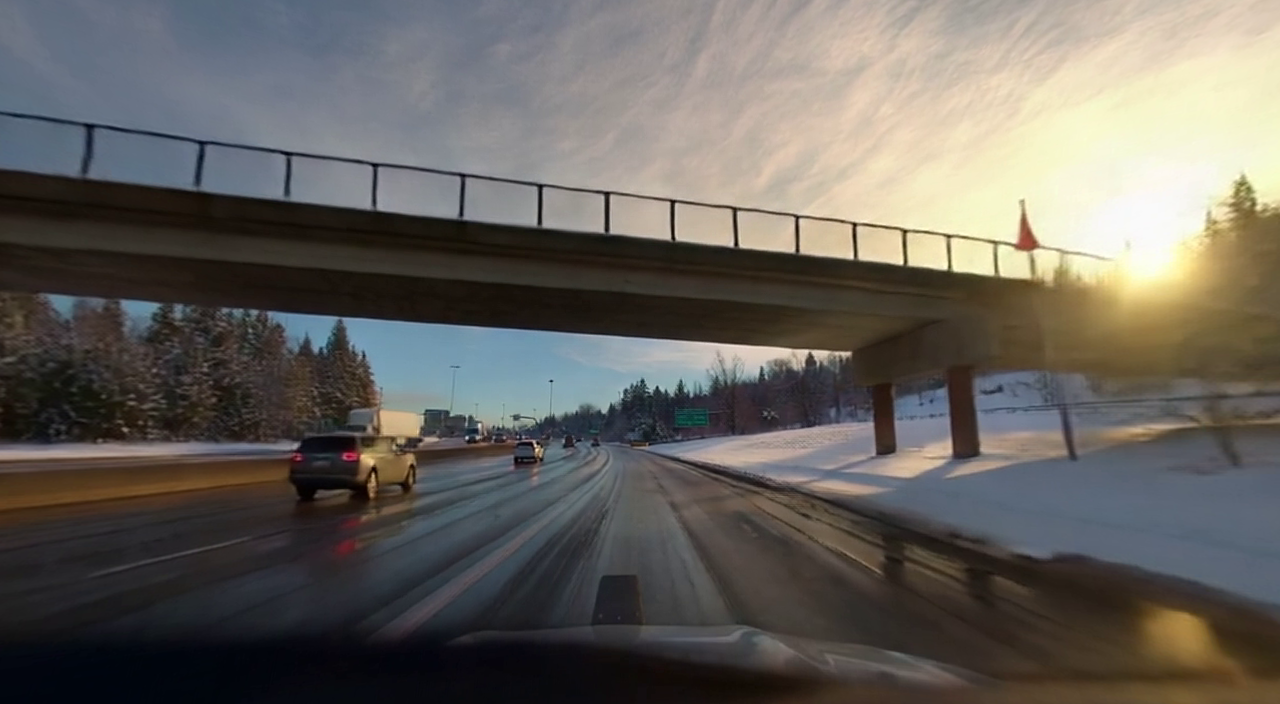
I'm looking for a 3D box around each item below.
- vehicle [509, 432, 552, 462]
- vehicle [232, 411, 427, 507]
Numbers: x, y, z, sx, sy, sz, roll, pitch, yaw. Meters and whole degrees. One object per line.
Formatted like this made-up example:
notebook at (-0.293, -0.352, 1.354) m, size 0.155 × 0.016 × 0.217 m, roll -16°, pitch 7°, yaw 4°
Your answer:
vehicle at (-7.239, 6.308, 41.864) m, size 1.956 × 1.888 × 4.512 m, roll 0°, pitch -8°, yaw 1°
vehicle at (-7.075, 2.480, 15.090) m, size 2.188 × 1.896 × 4.810 m, roll 0°, pitch -8°, yaw 0°
